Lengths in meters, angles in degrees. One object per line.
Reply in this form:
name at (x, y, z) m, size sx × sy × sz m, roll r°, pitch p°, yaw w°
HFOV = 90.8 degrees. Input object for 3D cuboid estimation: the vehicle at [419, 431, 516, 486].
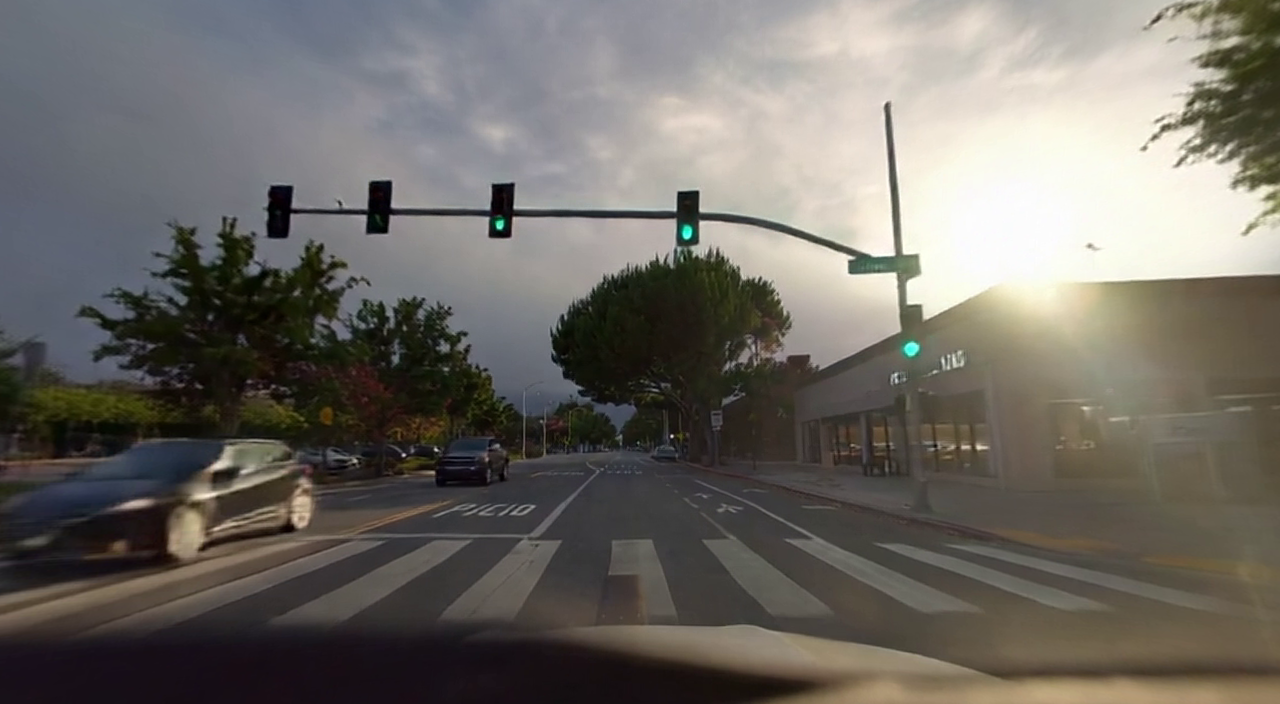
vehicle at (-6.778, 4.268, 25.559) m, size 2.545 × 1.943 × 5.168 m, roll 0°, pitch -9°, yaw -1°

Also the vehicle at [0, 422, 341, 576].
vehicle at (-6.350, 1.891, 8.957) m, size 2.019 × 1.596 × 4.608 m, roll 0°, pitch -9°, yaw -1°
